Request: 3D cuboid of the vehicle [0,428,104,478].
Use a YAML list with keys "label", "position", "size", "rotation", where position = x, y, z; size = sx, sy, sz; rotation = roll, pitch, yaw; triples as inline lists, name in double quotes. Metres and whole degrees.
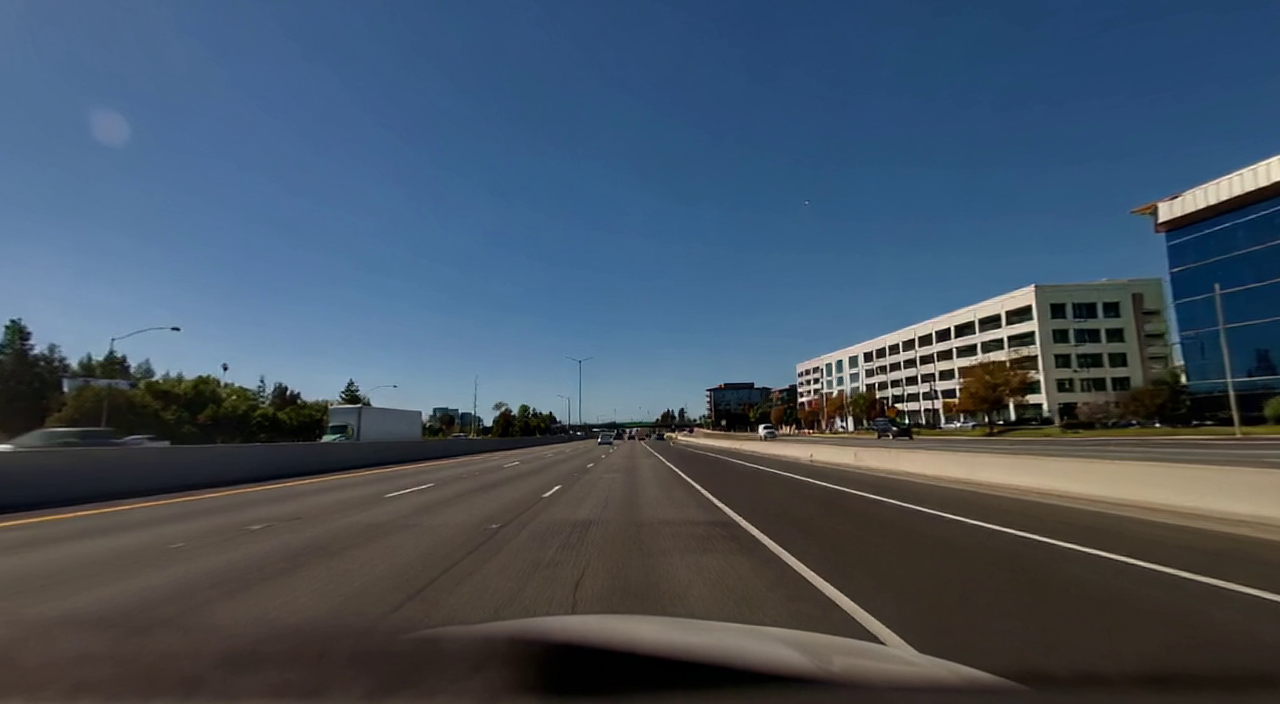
- label: "vehicle"
  position: [-20.945, 3.381, 21.220]
  size: [1.909, 1.541, 4.261]
  rotation: [0, -8, 0]
